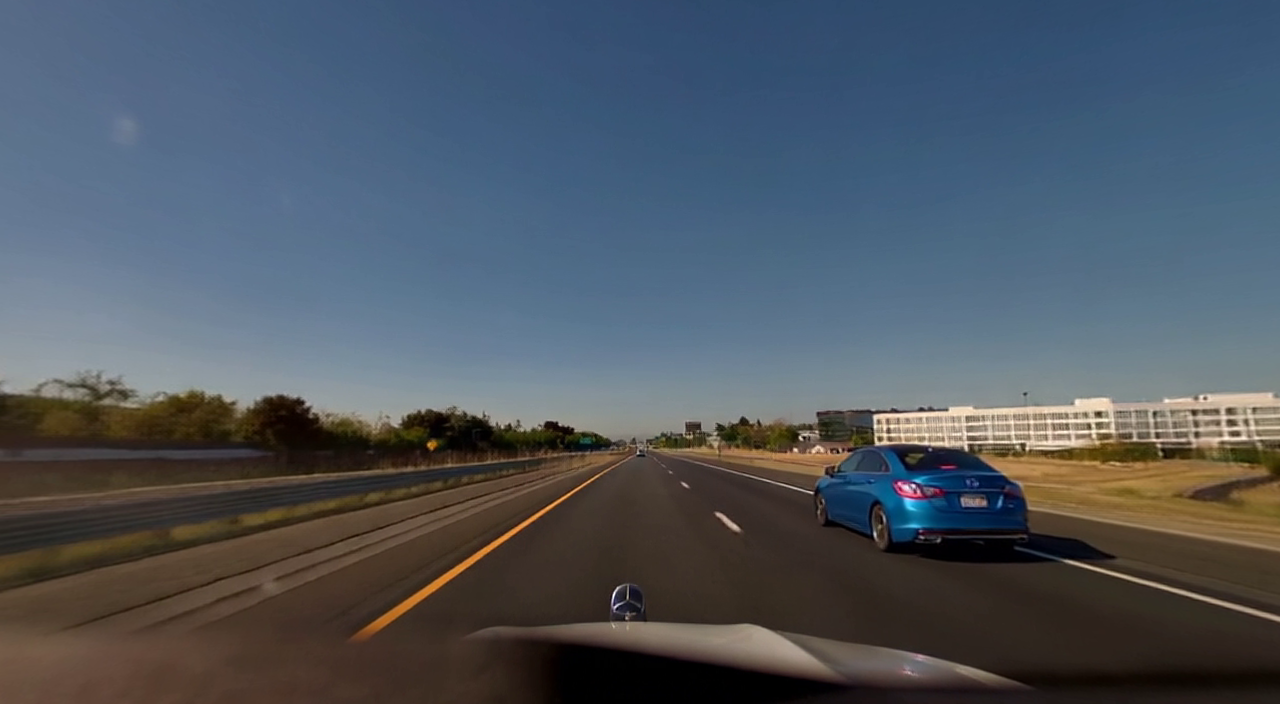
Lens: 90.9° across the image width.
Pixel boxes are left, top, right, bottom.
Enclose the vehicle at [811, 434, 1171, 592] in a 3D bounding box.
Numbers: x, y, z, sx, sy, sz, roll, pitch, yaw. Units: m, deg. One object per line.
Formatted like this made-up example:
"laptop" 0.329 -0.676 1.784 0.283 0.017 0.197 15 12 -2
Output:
"vehicle" 4.023 1.904 8.492 2.053 1.490 4.799 0 -9 0
